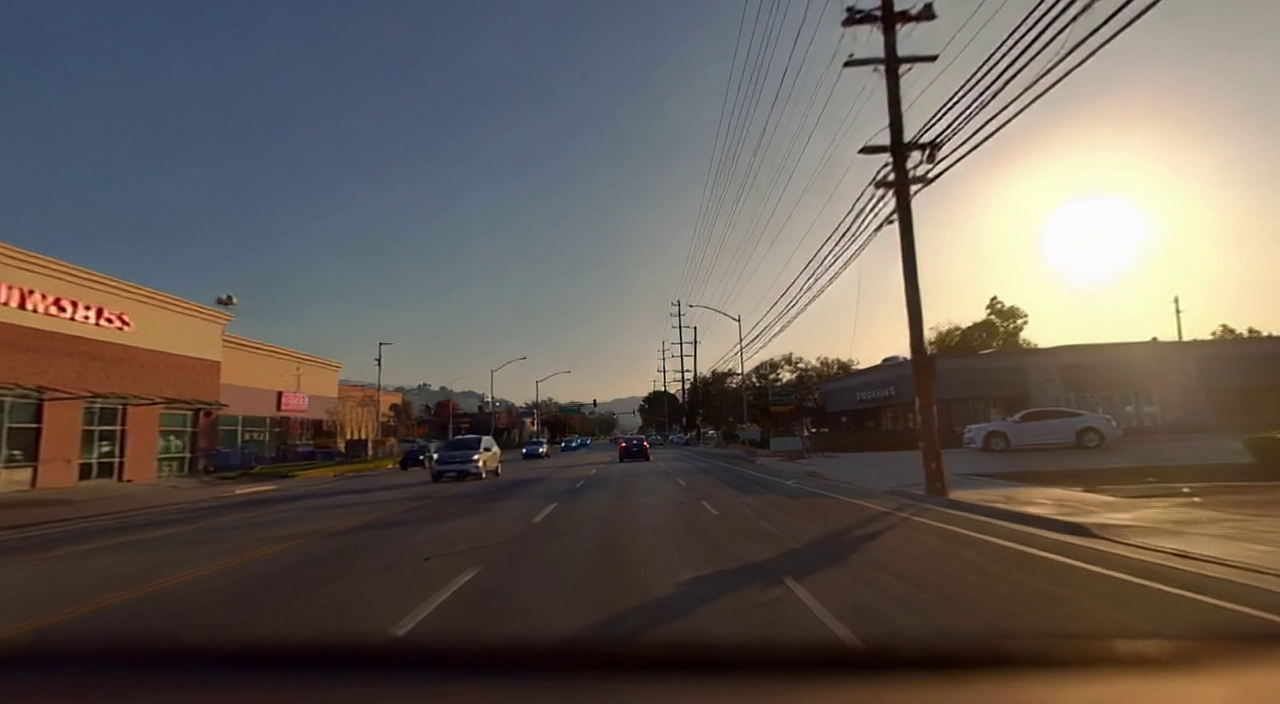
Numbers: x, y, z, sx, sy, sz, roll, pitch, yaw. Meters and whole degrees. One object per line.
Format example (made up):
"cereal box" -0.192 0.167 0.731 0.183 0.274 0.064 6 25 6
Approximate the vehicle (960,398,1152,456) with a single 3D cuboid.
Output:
"vehicle" 13.537 2.483 20.812 4.836 1.750 2.079 -1 -8 -1

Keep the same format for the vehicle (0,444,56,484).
"vehicle" -27.726 4.895 27.996 2.002 1.592 4.739 6 -10 -36

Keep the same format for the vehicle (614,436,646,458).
"vehicle" -0.684 6.551 43.704 2.097 1.472 4.544 0 -8 0

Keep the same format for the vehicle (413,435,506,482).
"vehicle" -6.373 3.801 22.934 1.987 1.515 4.789 0 -8 0
